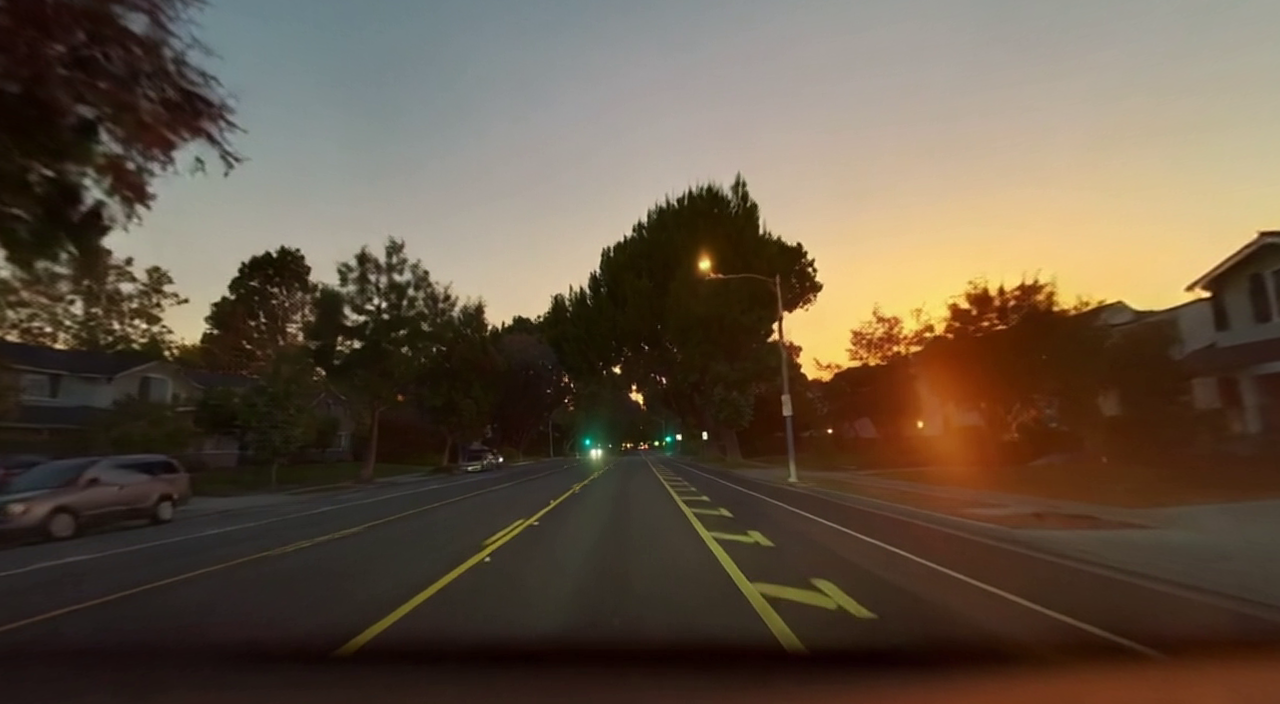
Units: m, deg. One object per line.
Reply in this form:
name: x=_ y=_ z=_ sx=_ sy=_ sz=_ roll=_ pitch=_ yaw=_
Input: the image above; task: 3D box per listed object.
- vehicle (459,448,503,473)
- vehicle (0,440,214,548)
vehicle: x=-11.915 y=8.167 z=47.727 sx=2.047 sy=1.710 sz=4.473 roll=-3 pitch=-9 yaw=2
vehicle: x=-11.741 y=2.912 z=13.407 sx=2.062 sy=1.821 sz=4.880 roll=-3 pitch=-10 yaw=-1
